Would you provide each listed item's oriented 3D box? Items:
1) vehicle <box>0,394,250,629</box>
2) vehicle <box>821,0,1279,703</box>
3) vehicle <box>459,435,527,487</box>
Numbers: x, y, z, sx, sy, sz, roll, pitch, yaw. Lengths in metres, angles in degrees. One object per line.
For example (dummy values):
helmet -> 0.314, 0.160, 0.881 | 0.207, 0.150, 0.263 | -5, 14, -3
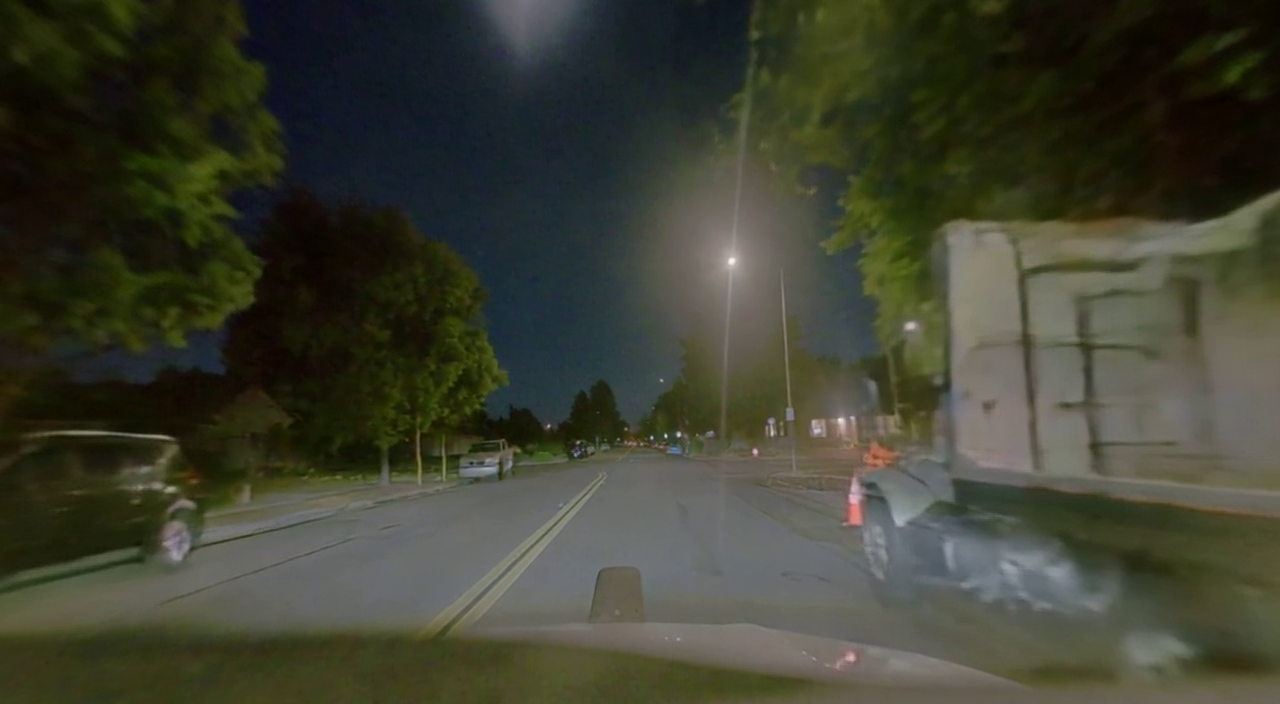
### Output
vehicle -> -6.230, 1.492, 6.038 | 2.210, 1.849, 4.638 | -4, -8, -2
vehicle -> 3.164, 0.067, 2.737 | 2.750, 3.440, 6.535 | 0, -8, 0
vehicle -> -5.892, 4.351, 25.793 | 2.087, 1.835, 4.445 | -1, -7, -6
